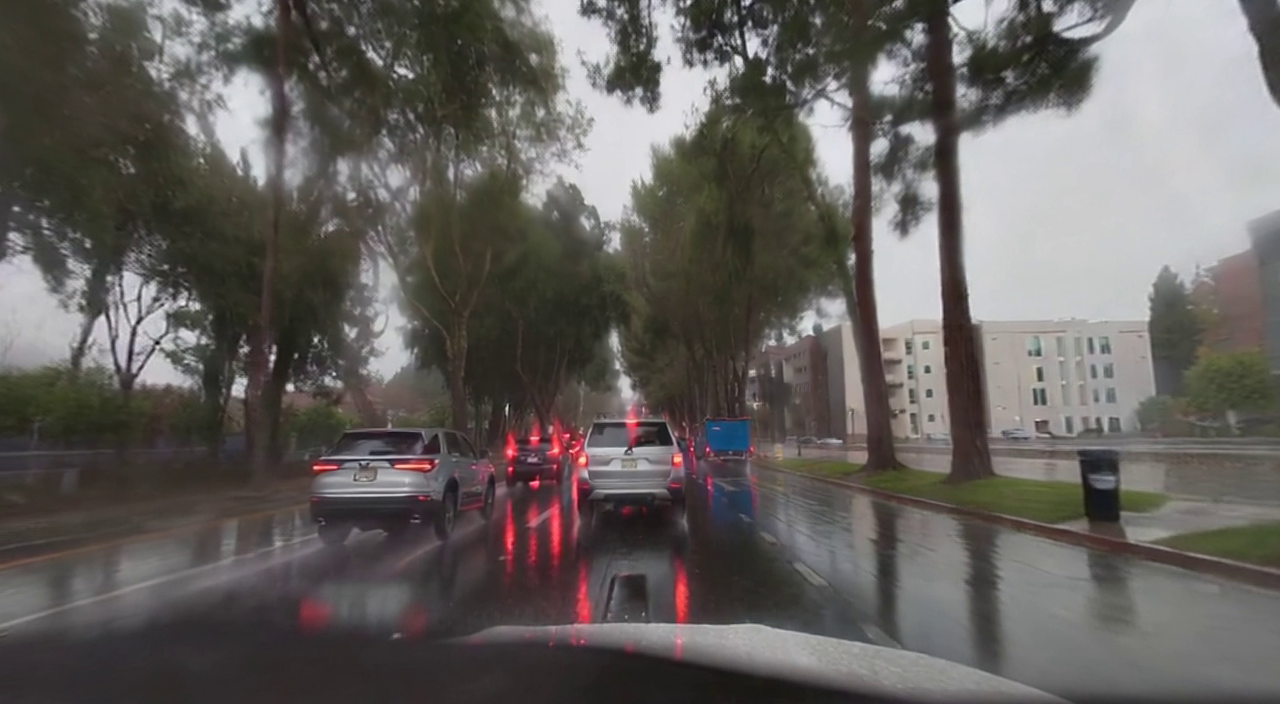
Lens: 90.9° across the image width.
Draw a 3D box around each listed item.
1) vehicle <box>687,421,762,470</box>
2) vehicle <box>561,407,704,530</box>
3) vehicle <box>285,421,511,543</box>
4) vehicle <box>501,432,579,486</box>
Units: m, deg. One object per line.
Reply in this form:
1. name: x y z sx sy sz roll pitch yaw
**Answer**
1. vehicle: 3.780 4.385 29.575 2.655 2.054 6.098 0 -8 0
2. vehicle: -0.085 1.995 11.273 2.075 1.770 4.018 0 -8 1
3. vehicle: -3.741 2.089 10.852 1.959 1.614 4.676 0 -8 1
4. vehicle: -3.233 3.537 21.132 1.894 1.642 3.861 0 -8 1
